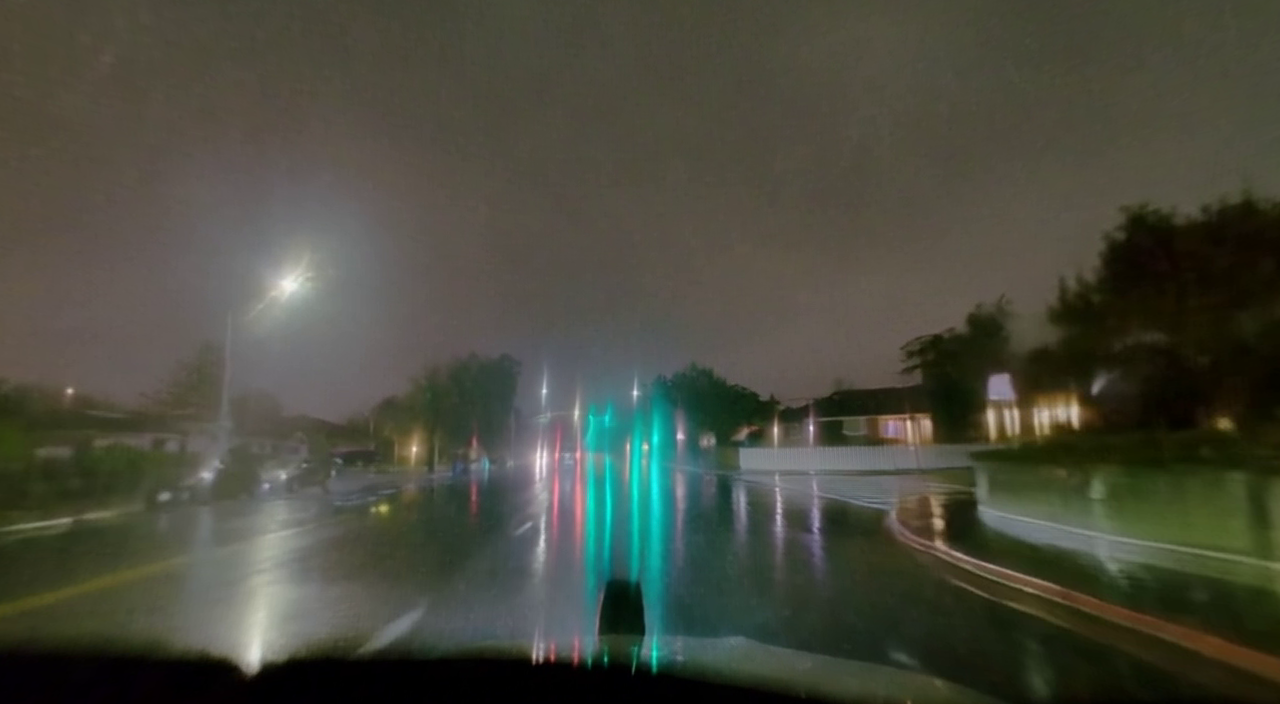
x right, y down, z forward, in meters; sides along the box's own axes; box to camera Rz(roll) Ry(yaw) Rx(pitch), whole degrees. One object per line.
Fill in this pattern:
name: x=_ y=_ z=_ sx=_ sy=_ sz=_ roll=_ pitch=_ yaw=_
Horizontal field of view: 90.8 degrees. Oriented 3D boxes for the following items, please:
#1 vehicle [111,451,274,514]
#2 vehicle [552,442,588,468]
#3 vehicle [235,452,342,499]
vehicle: x=-14.368 y=4.159 z=20.708 sx=1.966 sy=1.760 sz=4.604 roll=0 pitch=-8 yaw=-1
vehicle: x=-5.002 y=7.440 z=45.783 sx=2.135 sy=1.731 sz=4.232 roll=0 pitch=-9 yaw=-1
vehicle: x=-14.483 y=5.052 z=26.384 sx=1.968 sy=1.727 sz=4.548 roll=0 pitch=-8 yaw=-2
